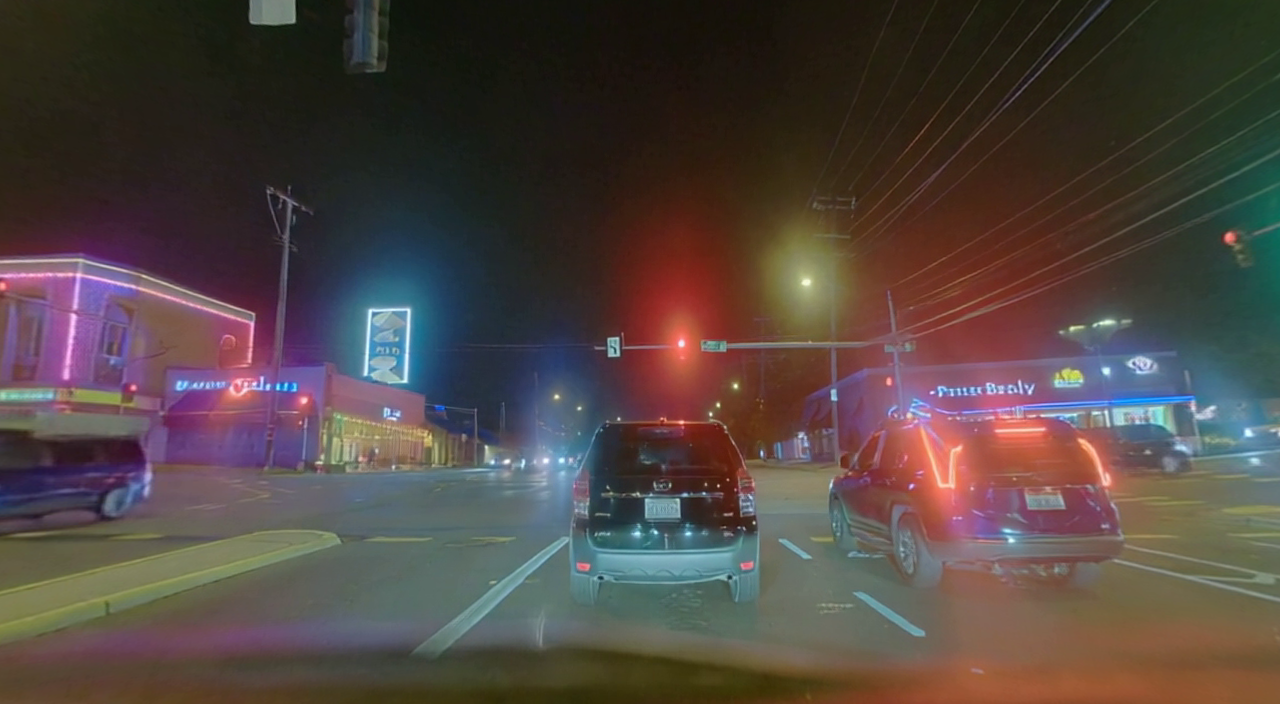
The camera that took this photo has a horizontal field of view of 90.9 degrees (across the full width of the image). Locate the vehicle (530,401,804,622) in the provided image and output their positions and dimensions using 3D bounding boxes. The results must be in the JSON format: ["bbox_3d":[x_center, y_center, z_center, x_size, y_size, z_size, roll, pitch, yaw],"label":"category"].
[{"bbox_3d":[0.256,1.510,6.829,2.098,1.682,3.778,0,-8,2],"label":"vehicle"}]

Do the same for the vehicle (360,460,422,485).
[{"bbox_3d":[-16.243,7.850,41.403,1.872,1.433,4.404,-1,-8,7],"label":"vehicle"}]

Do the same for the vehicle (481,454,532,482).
[{"bbox_3d":[-8.976,7.800,42.740,2.023,1.713,4.451,-1,-8,6],"label":"vehicle"}]

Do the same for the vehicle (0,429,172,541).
[{"bbox_3d":[-11.201,2.290,11.183,2.029,1.776,4.711,-1,-8,3],"label":"vehicle"}]

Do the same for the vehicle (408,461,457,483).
[{"bbox_3d":[-15.487,8.962,47.268,1.875,1.475,4.449,-1,-8,5],"label":"vehicle"}]

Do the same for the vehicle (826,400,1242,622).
[{"bbox_3d":[3.617,1.518,6.964,1.976,1.664,4.189,-1,-8,2],"label":"vehicle"}]
